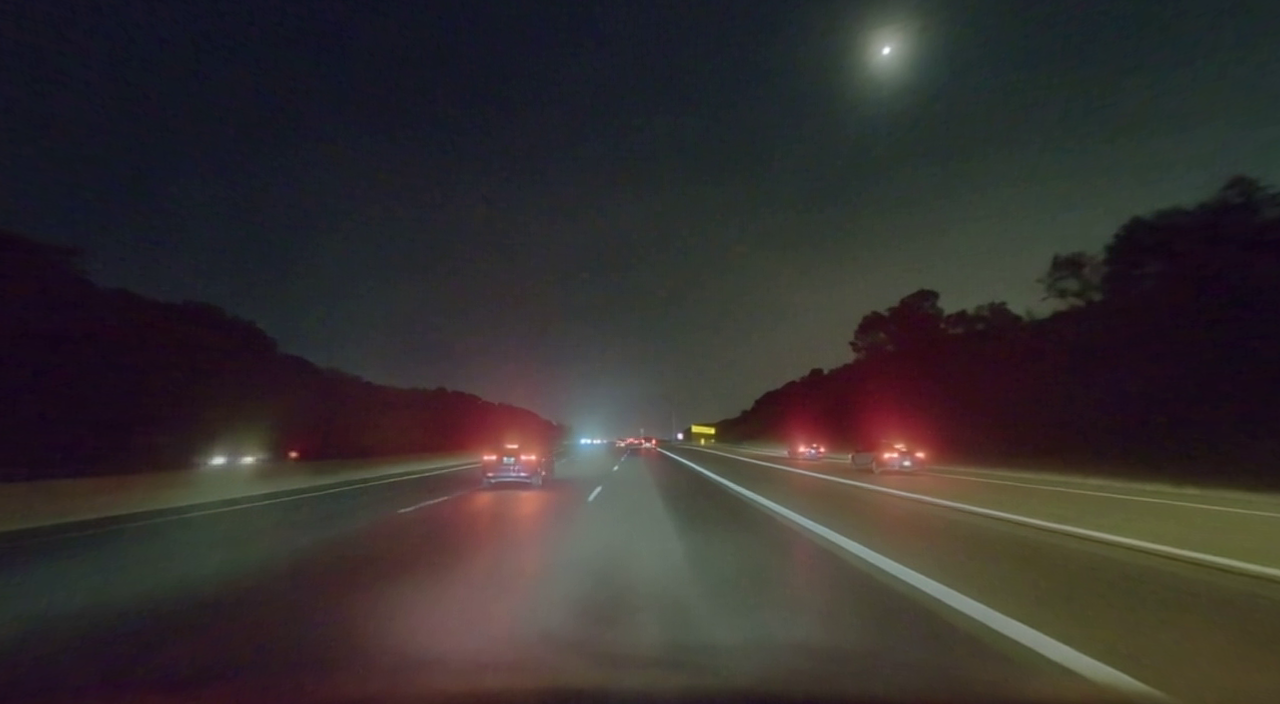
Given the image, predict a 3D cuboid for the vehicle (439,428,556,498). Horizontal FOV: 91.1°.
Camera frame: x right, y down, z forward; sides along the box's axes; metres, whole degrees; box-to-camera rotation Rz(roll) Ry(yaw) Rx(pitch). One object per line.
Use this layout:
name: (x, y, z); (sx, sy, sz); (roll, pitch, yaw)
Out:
vehicle: (-3.557, 2.845, 16.607); (2.039, 1.589, 4.324); (0, -8, 0)

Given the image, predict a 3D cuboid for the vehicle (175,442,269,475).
vehicle: (-21.962, 5.589, 33.247); (1.984, 1.589, 4.220); (0, -8, 1)
